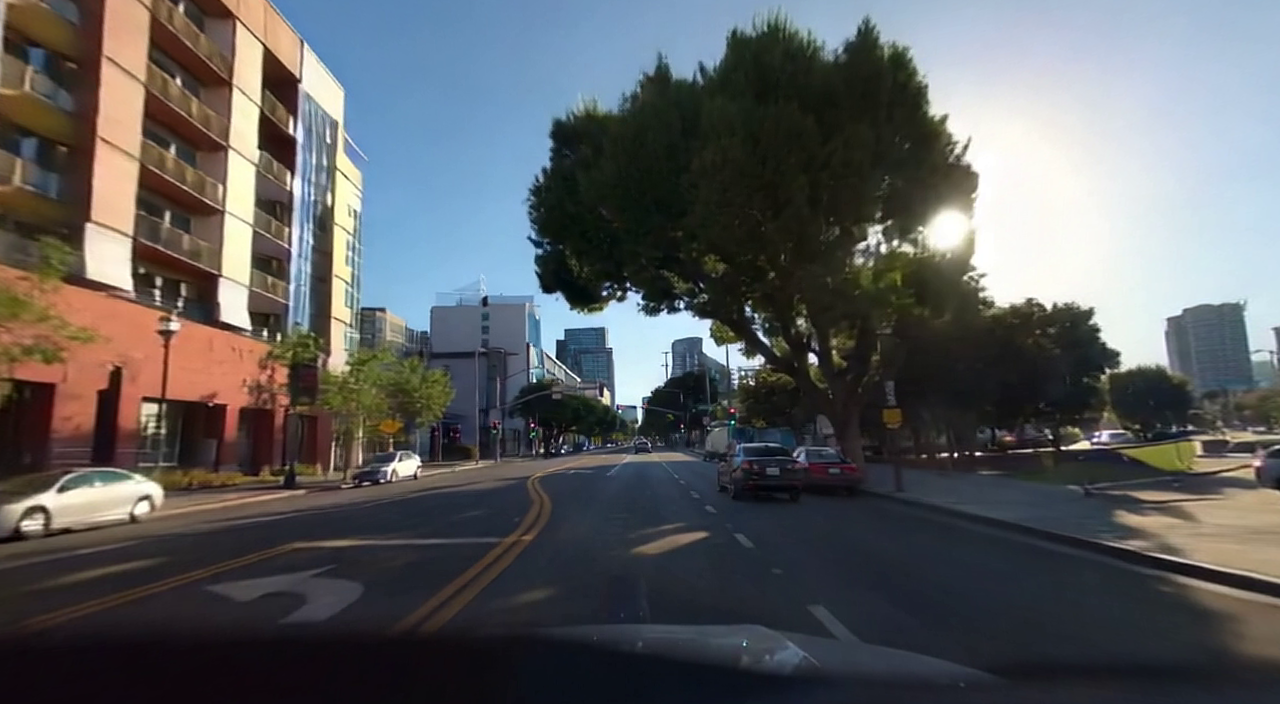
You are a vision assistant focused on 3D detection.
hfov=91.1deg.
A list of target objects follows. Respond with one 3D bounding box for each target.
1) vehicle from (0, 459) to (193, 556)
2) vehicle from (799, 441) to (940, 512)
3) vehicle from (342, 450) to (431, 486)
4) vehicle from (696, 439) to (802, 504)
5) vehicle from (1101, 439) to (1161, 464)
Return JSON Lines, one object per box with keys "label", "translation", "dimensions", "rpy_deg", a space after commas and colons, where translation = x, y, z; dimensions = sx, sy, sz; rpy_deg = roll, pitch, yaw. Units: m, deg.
{"label": "vehicle", "translation": [-12.138, 3.101, 13.040], "dimensions": [2.015, 1.521, 4.798], "rpy_deg": [-1, -8, 3]}
{"label": "vehicle", "translation": [5.912, 3.230, 16.872], "dimensions": [2.003, 1.626, 4.480], "rpy_deg": [0, -8, -1]}
{"label": "vehicle", "translation": [-11.964, 5.567, 30.059], "dimensions": [1.944, 1.575, 4.895], "rpy_deg": [-1, -11, 3]}
{"label": "vehicle", "translation": [2.800, 3.186, 17.258], "dimensions": [2.080, 1.524, 4.348], "rpy_deg": [0, -8, -1]}
{"label": "vehicle", "translation": [31.131, 6.299, 39.969], "dimensions": [1.867, 1.482, 4.593], "rpy_deg": [-4, -9, 24]}
